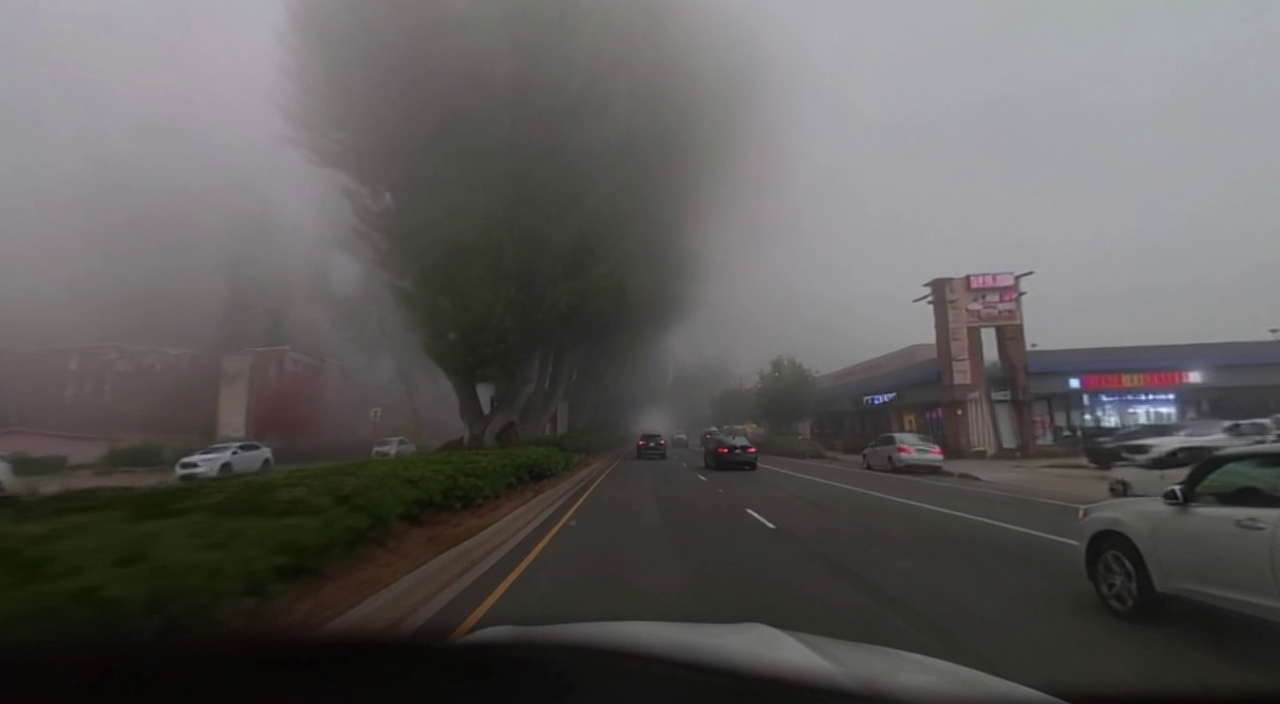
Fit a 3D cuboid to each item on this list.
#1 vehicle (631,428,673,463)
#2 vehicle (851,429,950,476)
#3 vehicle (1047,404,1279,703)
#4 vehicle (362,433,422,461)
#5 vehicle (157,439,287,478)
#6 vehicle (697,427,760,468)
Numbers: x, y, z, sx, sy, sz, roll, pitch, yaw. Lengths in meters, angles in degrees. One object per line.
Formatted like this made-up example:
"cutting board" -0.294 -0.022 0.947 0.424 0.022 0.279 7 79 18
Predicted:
"vehicle" 0.578 4.842 32.645 2.098 1.682 3.778 0 -8 0
"vehicle" 10.495 4.092 25.746 2.123 1.726 4.520 0 -8 0
"vehicle" 3.982 0.889 2.322 1.908 1.463 4.506 0 -8 0
"vehicle" -18.831 7.211 47.940 2.488 1.752 4.991 -2 -6 1
"vehicle" -18.675 4.749 28.482 2.034 1.532 5.548 0 -8 1
"vehicle" 3.812 4.236 27.890 2.115 1.692 4.189 0 -8 -1
